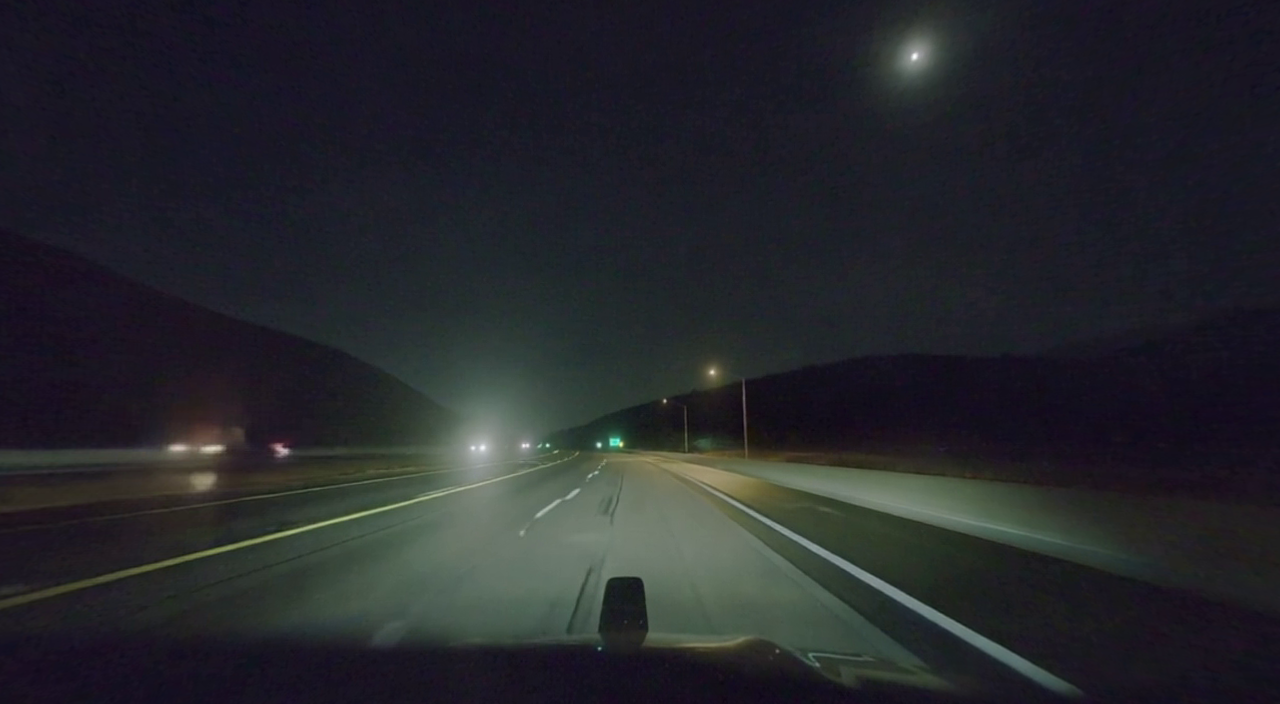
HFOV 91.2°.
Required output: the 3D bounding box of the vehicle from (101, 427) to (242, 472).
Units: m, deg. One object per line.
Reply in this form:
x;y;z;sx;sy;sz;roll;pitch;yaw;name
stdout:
-17.469;3.681;23.739;2.032;1.520;4.280;0;-9;0;vehicle
